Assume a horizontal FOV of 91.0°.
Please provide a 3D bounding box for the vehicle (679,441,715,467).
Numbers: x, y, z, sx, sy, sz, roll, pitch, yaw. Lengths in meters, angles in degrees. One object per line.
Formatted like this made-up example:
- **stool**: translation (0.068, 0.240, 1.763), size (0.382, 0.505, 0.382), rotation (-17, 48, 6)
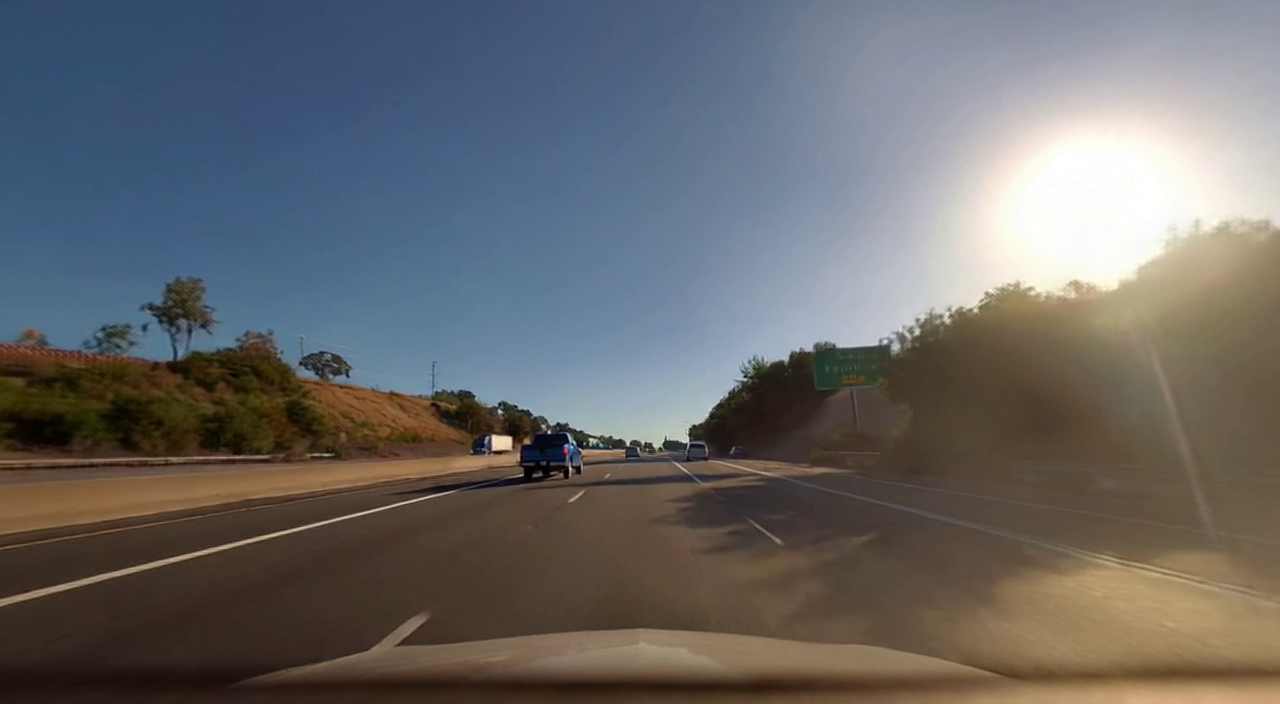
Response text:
- **vehicle**: translation (3.827, 6.901, 42.825), size (2.095, 1.668, 4.135), rotation (0, -9, 1)

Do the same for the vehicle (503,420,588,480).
- **vehicle**: translation (-3.785, 4.159, 26.789), size (2.496, 2.203, 6.317), rotation (0, -9, 1)
